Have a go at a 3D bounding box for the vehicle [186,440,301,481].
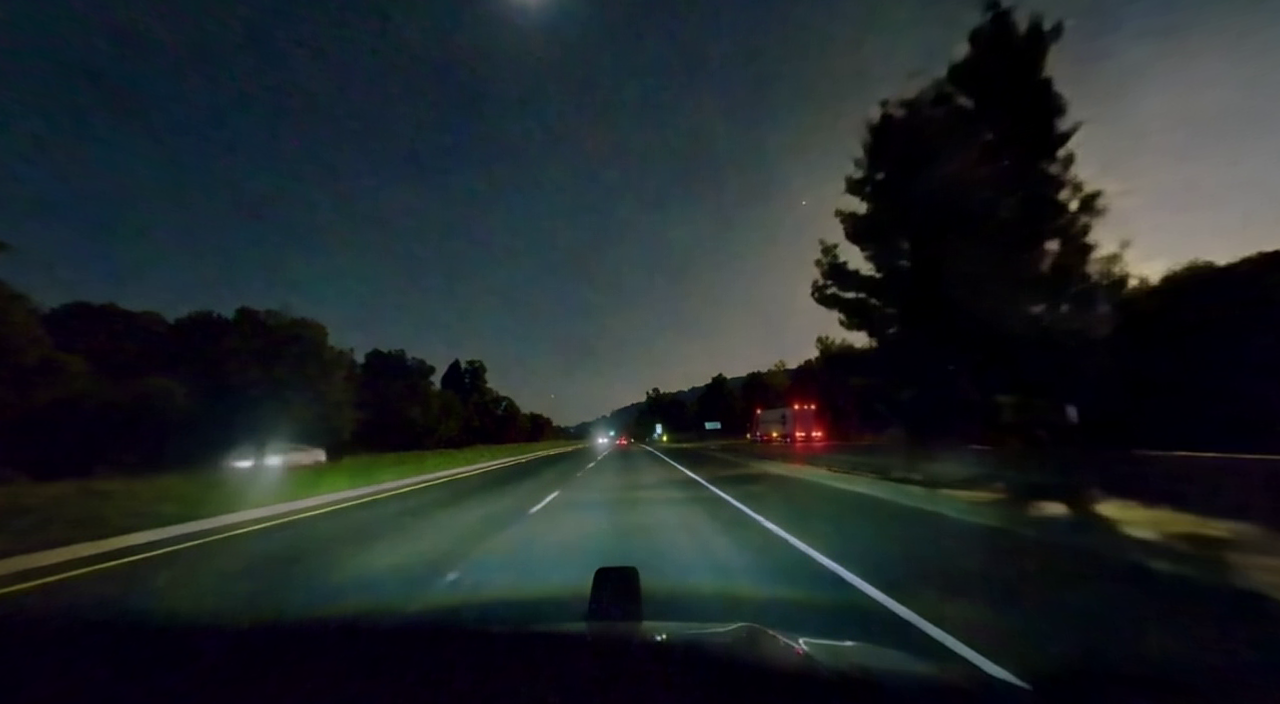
[{"bbox_3d":[-16.311,4.454,26.242,1.854,1.532,4.583,0,-8,0],"label":"vehicle"}]
